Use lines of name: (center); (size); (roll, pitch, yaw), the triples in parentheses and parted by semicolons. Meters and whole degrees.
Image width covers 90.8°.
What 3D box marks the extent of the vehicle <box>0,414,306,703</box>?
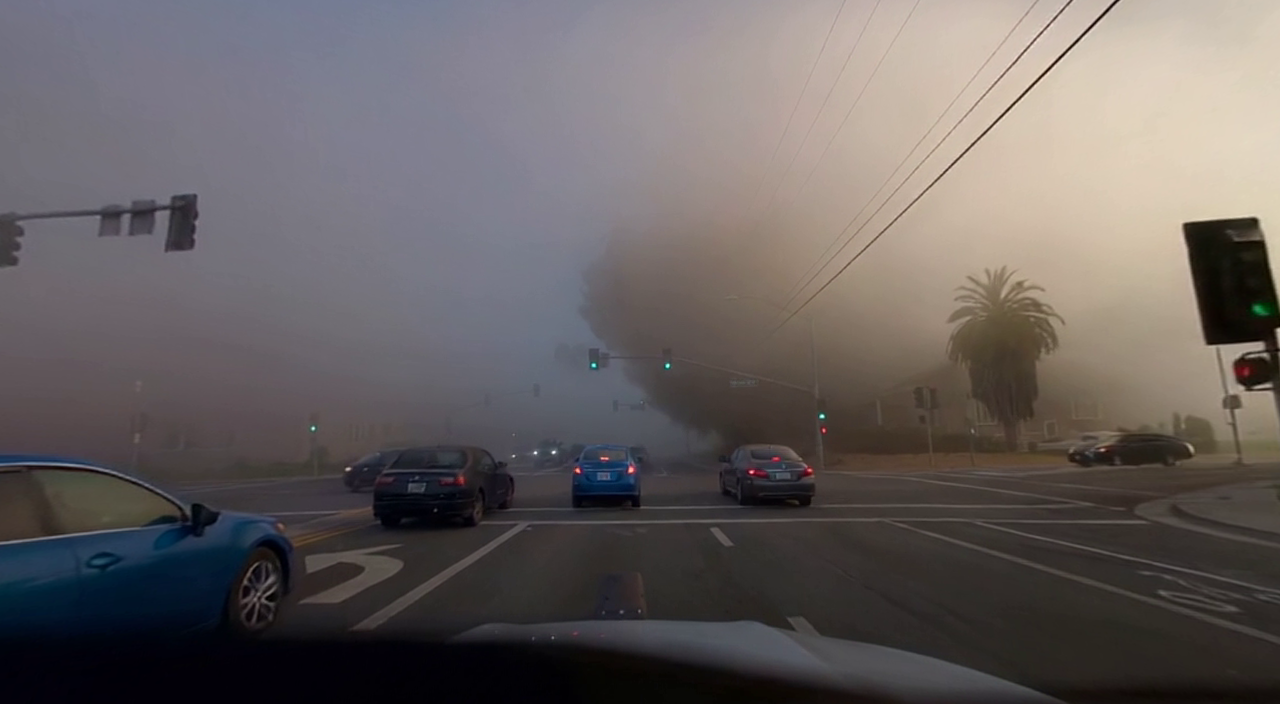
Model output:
vehicle: (-3.650, 1.006, 2.607); (2.058, 1.474, 4.473); (0, -8, 0)

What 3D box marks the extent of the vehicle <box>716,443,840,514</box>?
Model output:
vehicle: (3.190, 3.008, 15.601); (2.014, 1.464, 4.312); (0, -8, -1)

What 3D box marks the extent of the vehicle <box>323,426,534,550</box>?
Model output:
vehicle: (-3.305, 2.223, 11.071); (2.024, 1.701, 4.572); (0, -8, 1)

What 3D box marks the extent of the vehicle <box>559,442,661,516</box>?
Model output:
vehicle: (-0.610, 2.898, 14.940); (2.104, 1.500, 3.815); (0, -8, 0)

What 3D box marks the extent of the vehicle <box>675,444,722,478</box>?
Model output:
vehicle: (2.921, 5.573, 32.557); (1.956, 1.615, 4.205); (0, -8, -1)
